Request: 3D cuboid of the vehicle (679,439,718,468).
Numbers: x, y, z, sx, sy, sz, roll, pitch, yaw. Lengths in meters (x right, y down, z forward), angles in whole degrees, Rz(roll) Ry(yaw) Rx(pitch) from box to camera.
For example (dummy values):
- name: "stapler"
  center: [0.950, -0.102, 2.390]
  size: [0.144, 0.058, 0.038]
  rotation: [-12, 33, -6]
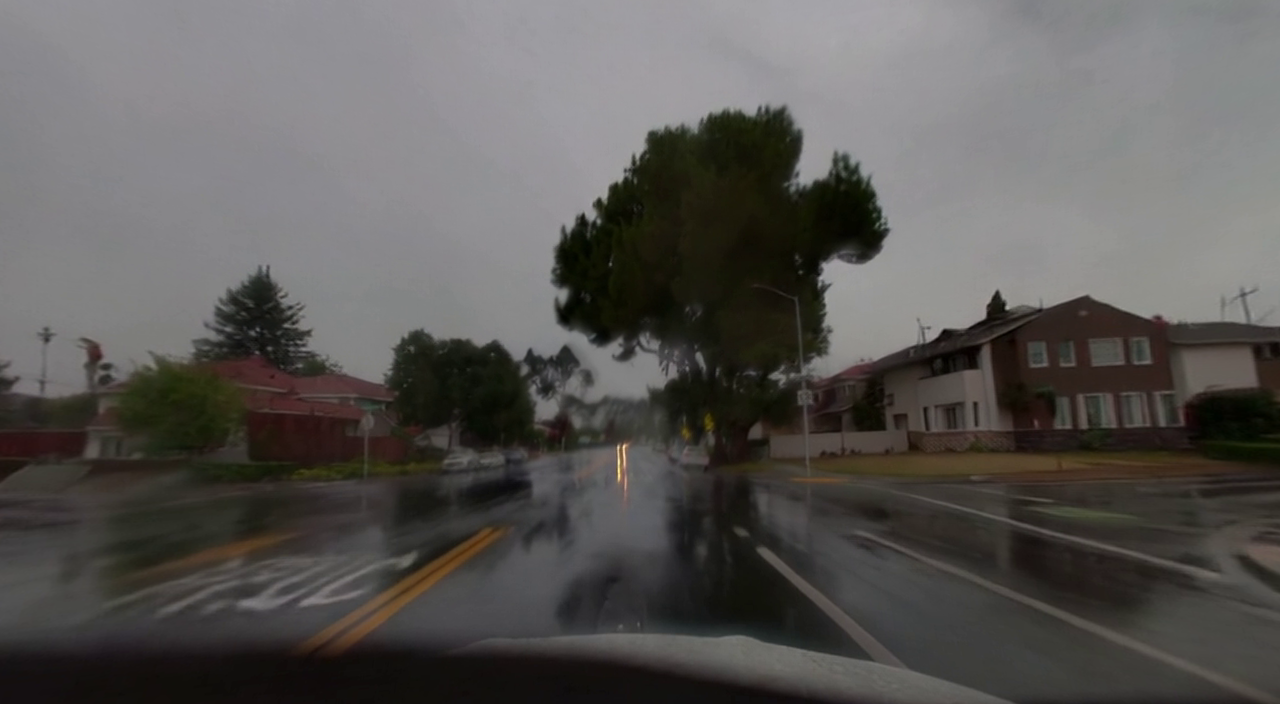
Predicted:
- name: "vehicle"
  center: [3.783, 6.670, 41.658]
  size: [2.027, 1.751, 4.433]
  rotation: [0, -9, -2]

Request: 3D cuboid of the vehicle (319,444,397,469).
- name: "vehicle"
  center: [-19.465, 7.232, 43.774]
  size: [4.450, 1.677, 2.027]
  rotation: [0, -9, -3]

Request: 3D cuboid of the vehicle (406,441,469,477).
- name: "vehicle"
  center: [-12.183, 6.468, 38.497]
  size: [2.199, 1.988, 5.454]
  rotation: [0, -9, -2]
